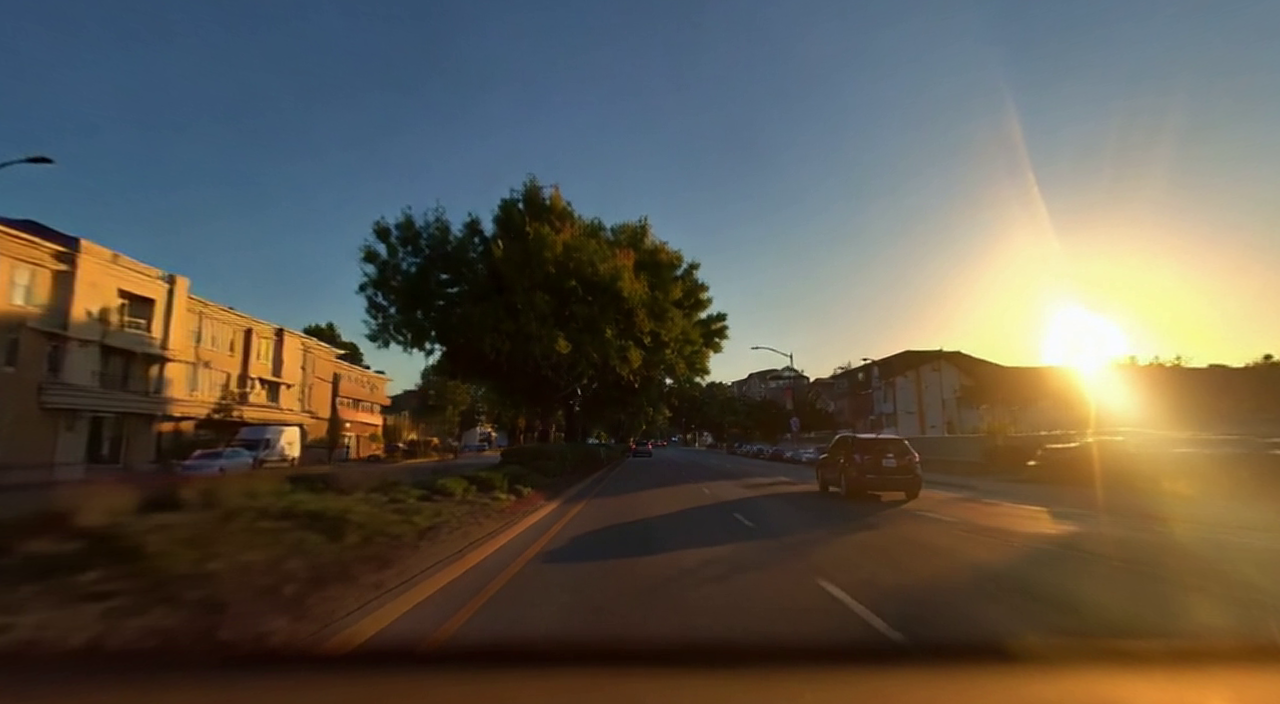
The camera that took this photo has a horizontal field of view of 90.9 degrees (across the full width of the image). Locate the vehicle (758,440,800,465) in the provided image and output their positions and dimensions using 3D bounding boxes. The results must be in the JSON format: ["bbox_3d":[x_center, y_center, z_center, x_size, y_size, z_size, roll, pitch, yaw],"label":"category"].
[{"bbox_3d":[10.783,7.822,49.223,2.096,1.780,5.128,0,-9,0],"label":"vehicle"}]

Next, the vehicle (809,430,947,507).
[{"bbox_3d":[5.767,2.854,15.874,2.072,1.669,3.836,-1,-9,2],"label":"vehicle"}]

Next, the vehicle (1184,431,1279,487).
[{"bbox_3d":[20.641,3.647,21.740,4.366,1.718,2.171,7,-11,-42],"label":"vehicle"}]

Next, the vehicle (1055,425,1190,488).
[{"bbox_3d":[17.182,3.635,22.354,5.554,1.937,2.486,7,-11,-40],"label":"vehicle"}]

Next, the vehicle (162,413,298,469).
[{"bbox_3d":[-25.860,5.640,39.996,6.540,3.375,2.751,0,-9,0],"label":"vehicle"}]
